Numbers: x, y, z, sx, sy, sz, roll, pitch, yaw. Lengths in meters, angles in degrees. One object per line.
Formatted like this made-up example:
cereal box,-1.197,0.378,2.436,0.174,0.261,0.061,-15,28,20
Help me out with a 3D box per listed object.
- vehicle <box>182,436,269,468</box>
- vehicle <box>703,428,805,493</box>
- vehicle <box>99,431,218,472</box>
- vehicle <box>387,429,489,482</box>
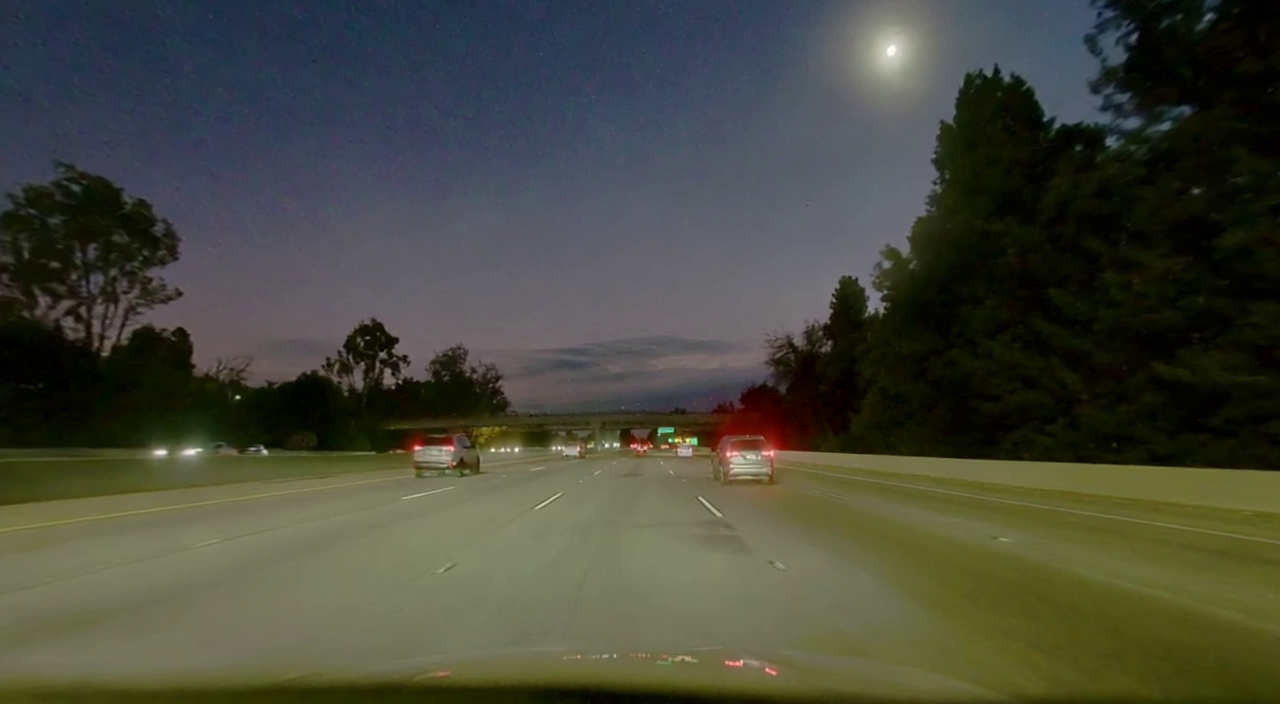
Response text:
vehicle,-29.051,7.030,44.567,2.486,2.052,5.260,0,-9,1
vehicle,3.296,3.255,19.291,2.185,1.749,4.477,0,-8,-1
vehicle,-29.072,6.052,38.551,2.255,2.247,6.168,0,-8,1
vehicle,-7.588,3.950,24.377,2.193,1.818,4.995,0,-8,1
